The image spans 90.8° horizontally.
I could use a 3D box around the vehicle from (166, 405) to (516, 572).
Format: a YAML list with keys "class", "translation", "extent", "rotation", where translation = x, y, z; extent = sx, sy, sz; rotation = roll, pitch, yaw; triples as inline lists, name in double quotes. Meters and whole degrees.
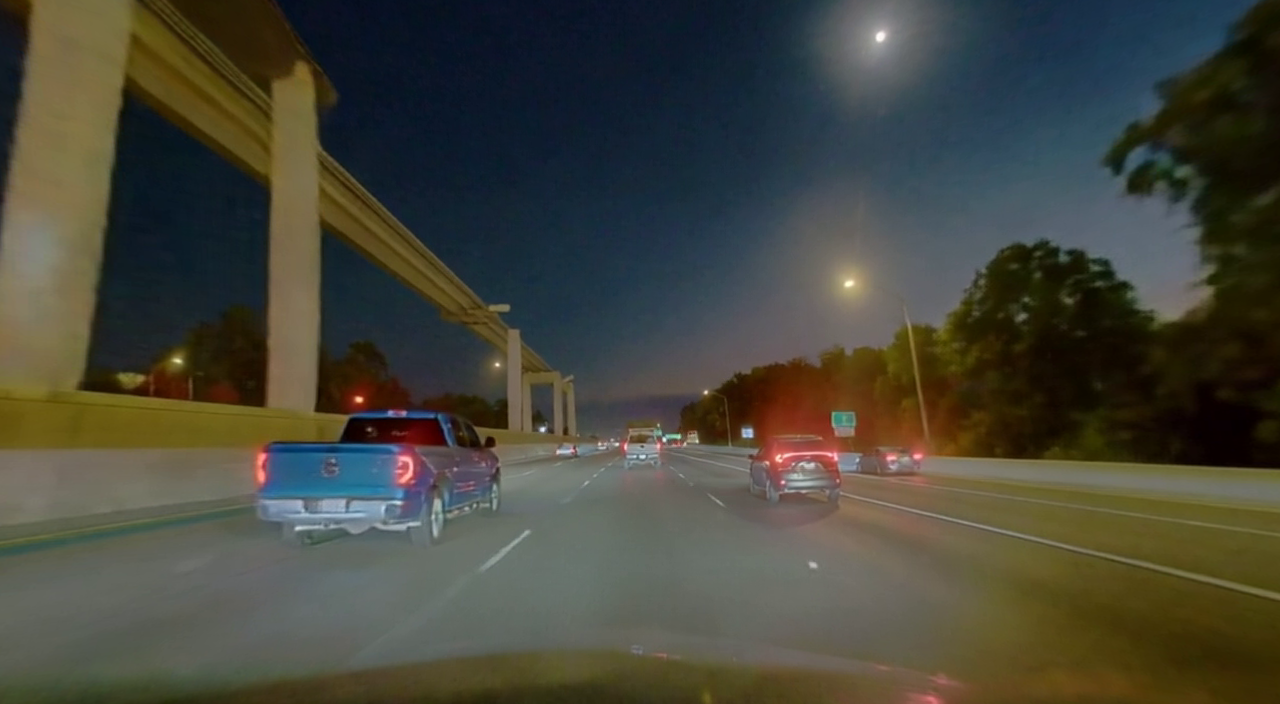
- class: "vehicle"
  translation: [-3.584, 1.800, 9.099]
  extent: [2.535, 1.715, 5.030]
  rotation: [0, -9, 0]

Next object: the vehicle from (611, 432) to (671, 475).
- class: "vehicle"
  translation: [0.051, 4.821, 30.199]
  extent: [2.572, 1.837, 5.693]
  rotation: [0, -9, 0]

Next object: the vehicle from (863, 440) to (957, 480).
- class: "vehicle"
  translation: [11.060, 4.451, 26.264]
  extent: [1.961, 1.480, 4.331]
  rotation: [0, -9, -1]

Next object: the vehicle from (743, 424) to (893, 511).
- class: "vehicle"
  translation: [3.787, 2.547, 14.296]
  extent: [2.119, 1.653, 4.000]
  rotation: [0, -9, -2]
